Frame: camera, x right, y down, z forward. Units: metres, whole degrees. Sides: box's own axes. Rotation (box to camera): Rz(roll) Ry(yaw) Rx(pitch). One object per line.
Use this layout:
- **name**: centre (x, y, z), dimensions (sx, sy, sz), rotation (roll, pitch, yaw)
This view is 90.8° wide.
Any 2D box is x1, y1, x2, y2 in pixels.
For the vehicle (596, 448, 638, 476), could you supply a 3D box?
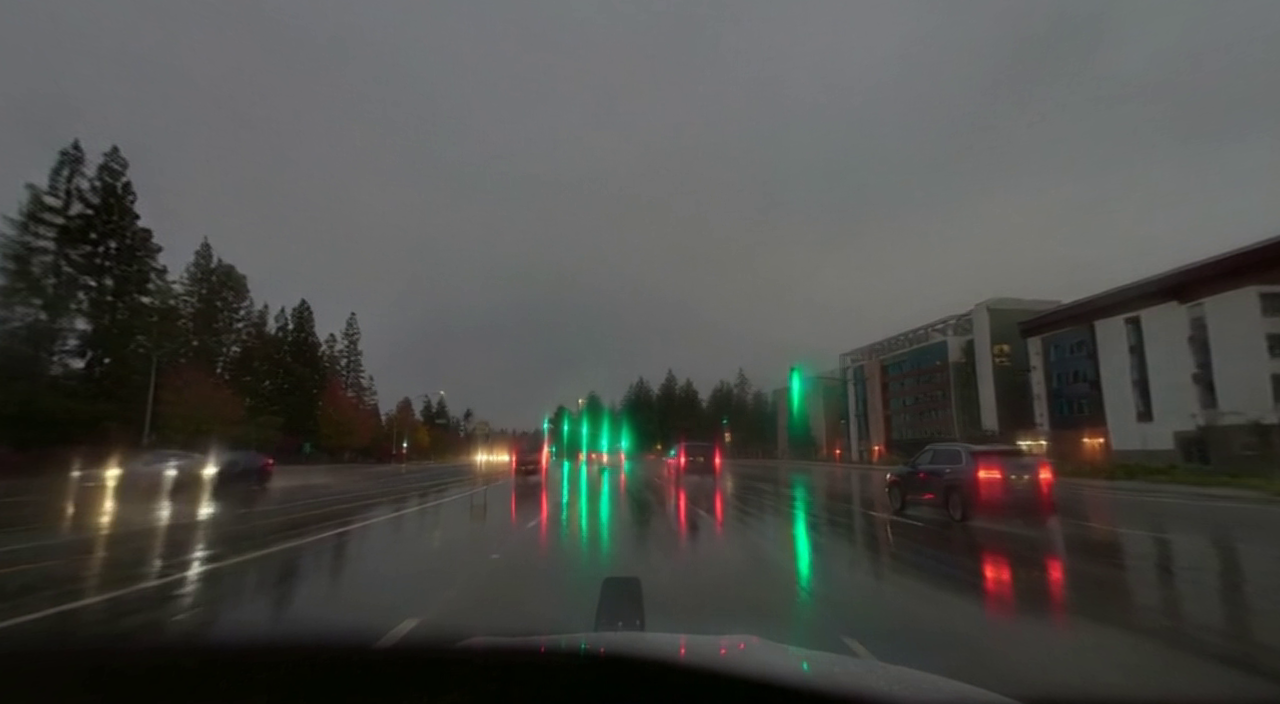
- **vehicle**: centre (-1.380, 6.251, 36.236), dimensions (2.155, 1.486, 4.403), rotation (1, -8, -5)

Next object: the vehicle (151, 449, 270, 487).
- **vehicle**: centre (-18.548, 4.990, 27.638), dimensions (1.918, 1.469, 4.780), rotation (0, -8, -1)

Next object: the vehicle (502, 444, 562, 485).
- **vehicle**: centre (-4.791, 5.027, 28.621), dimensions (2.172, 1.671, 4.175), rotation (0, -8, -3)

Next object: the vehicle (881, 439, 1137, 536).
- **vehicle**: centre (6.301, 2.330, 11.540), dimensions (1.945, 1.408, 4.288), rotation (0, -8, -3)

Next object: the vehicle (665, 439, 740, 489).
- **vehicle**: centre (2.271, 4.230, 24.253), dimensions (2.161, 1.716, 4.194), rotation (0, -8, -4)

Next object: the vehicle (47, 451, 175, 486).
- **vehicle**: centre (-25.004, 5.512, 30.157), dimensions (2.016, 1.475, 4.706), rotation (0, -8, 0)
